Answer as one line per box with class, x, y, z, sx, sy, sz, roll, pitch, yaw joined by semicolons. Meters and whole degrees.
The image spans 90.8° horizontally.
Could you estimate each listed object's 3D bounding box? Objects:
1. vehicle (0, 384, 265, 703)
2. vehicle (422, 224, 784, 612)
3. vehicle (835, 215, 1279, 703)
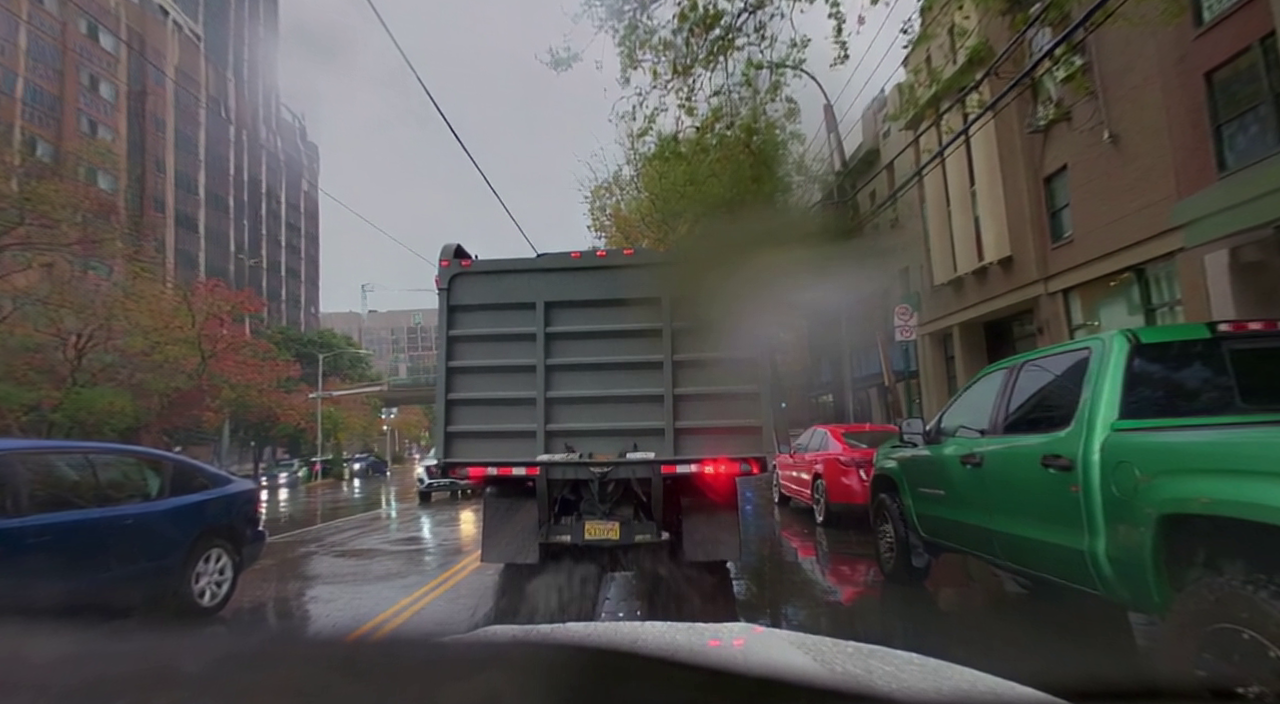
vehicle;-4.124;0.969;2.920;1.988;1.657;4.492;0;-8;0
vehicle;-0.246;1.088;9.327;2.878;3.204;8.244;0;-8;1
vehicle;3.231;0.837;3.949;2.242;1.979;5.722;0;-8;1
